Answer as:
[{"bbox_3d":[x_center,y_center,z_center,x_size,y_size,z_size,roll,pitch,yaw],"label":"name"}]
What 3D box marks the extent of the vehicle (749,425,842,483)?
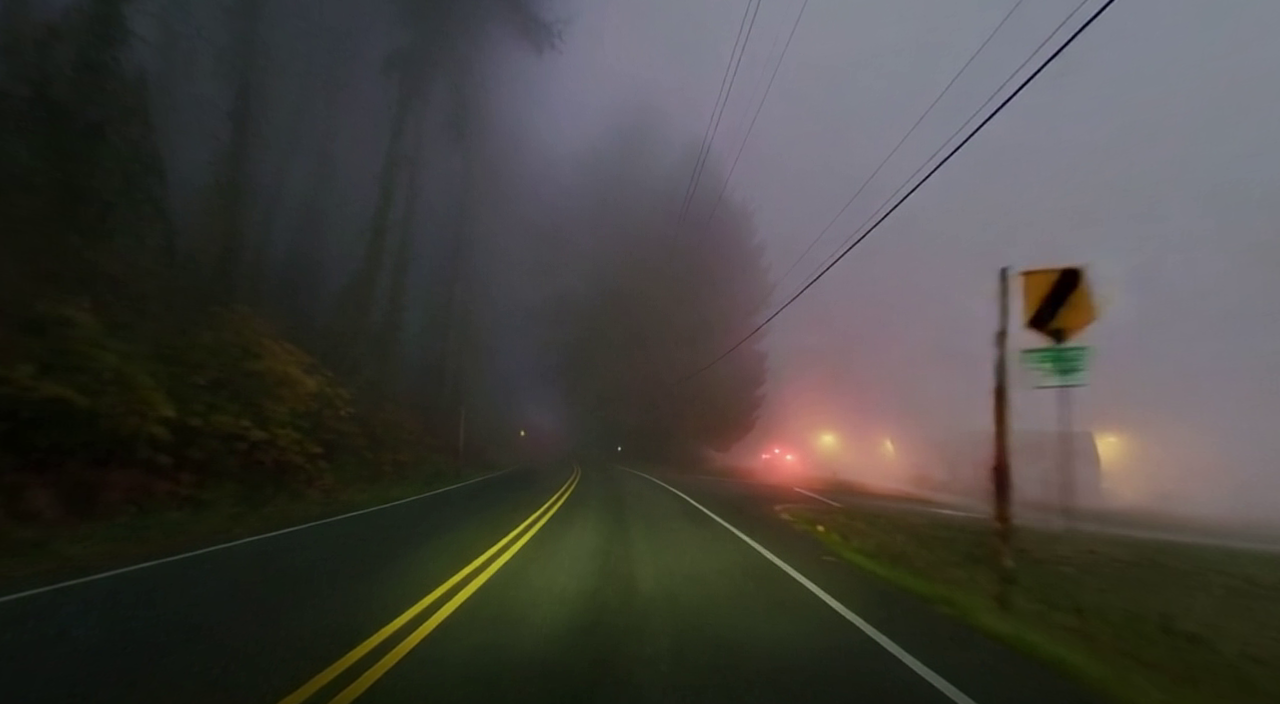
[{"bbox_3d":[11.010,7.216,44.719,5.297,3.064,2.935,11,-6,-17],"label":"vehicle"}]
